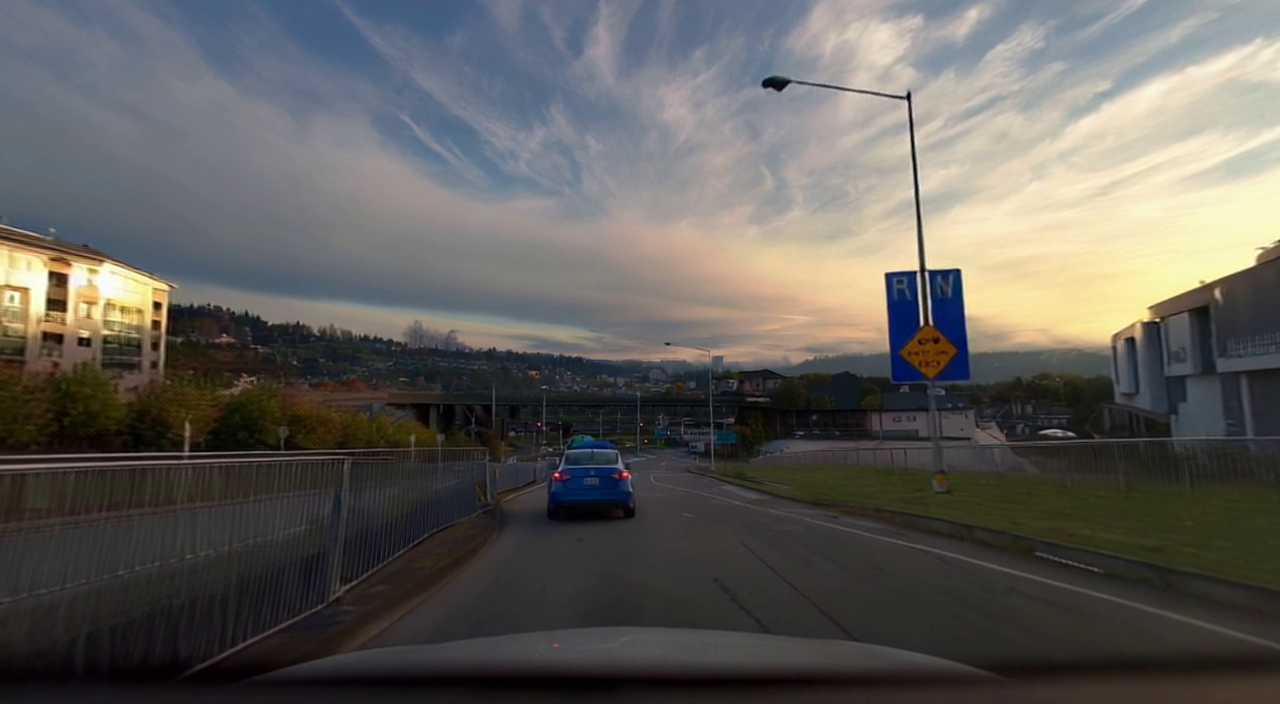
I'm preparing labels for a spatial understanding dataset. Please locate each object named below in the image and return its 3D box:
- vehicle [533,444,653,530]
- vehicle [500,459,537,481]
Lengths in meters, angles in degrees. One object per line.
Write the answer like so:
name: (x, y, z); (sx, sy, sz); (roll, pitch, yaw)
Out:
vehicle: (-1.027, 2.635, 12.905); (2.063, 1.442, 3.933); (1, -9, -6)
vehicle: (-9.402, 9.141, 48.951); (1.854, 1.472, 3.728); (-2, -7, 5)
